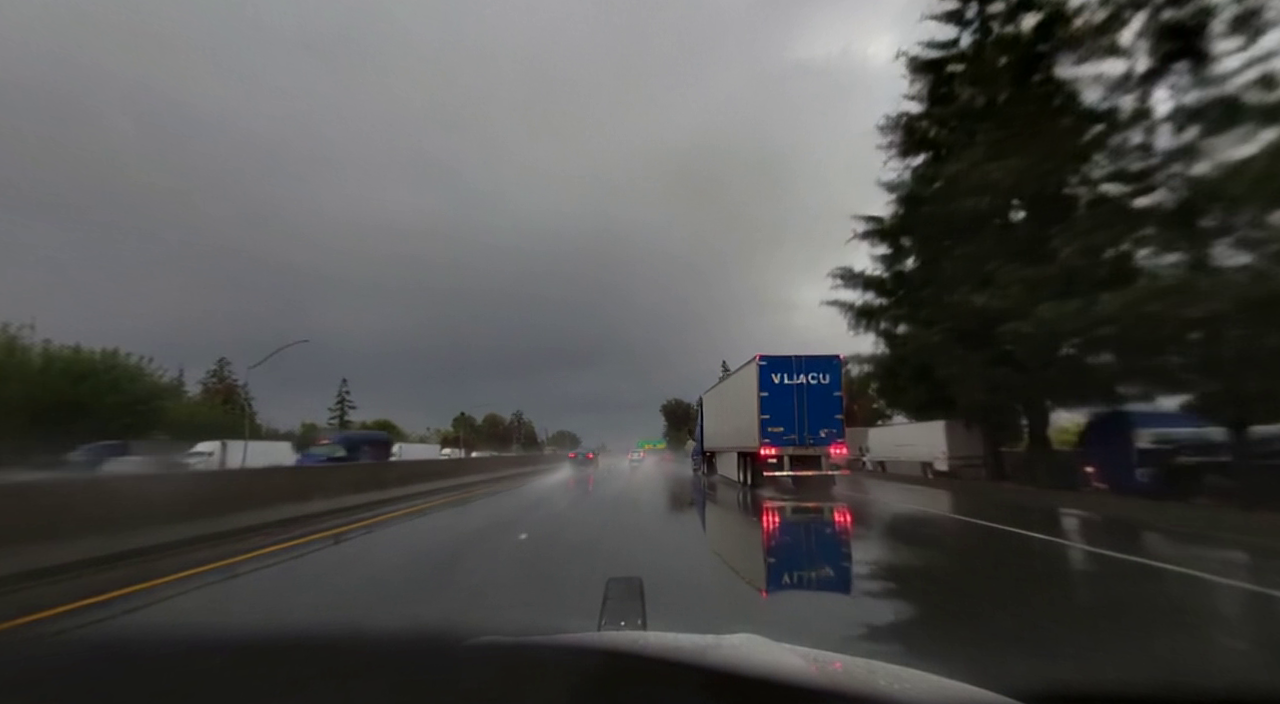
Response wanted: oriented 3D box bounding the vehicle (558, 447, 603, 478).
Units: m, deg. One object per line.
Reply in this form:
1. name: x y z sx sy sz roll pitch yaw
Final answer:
1. vehicle: -3.265 6.149 35.401 2.107 1.626 4.804 0 -9 -1

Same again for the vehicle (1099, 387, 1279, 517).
1. vehicle: 17.731 2.716 17.160 2.809 3.269 10.050 0 -9 0

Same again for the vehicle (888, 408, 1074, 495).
1. vehicle: 18.643 5.729 36.430 2.828 3.967 14.191 1 -9 0

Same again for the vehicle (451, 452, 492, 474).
1. vehicle: -12.216 8.068 45.957 1.793 1.455 4.263 0 -8 0

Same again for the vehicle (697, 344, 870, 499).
1. vehicle: 4.397 2.902 23.729 2.847 4.075 14.244 0 -9 -1

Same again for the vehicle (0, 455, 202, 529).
1. vehicle: -12.314 3.091 14.453 1.741 1.414 3.887 0 -9 -1

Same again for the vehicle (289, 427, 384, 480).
1. vehicle: -20.028 6.761 42.214 2.593 3.234 7.371 0 -9 0
